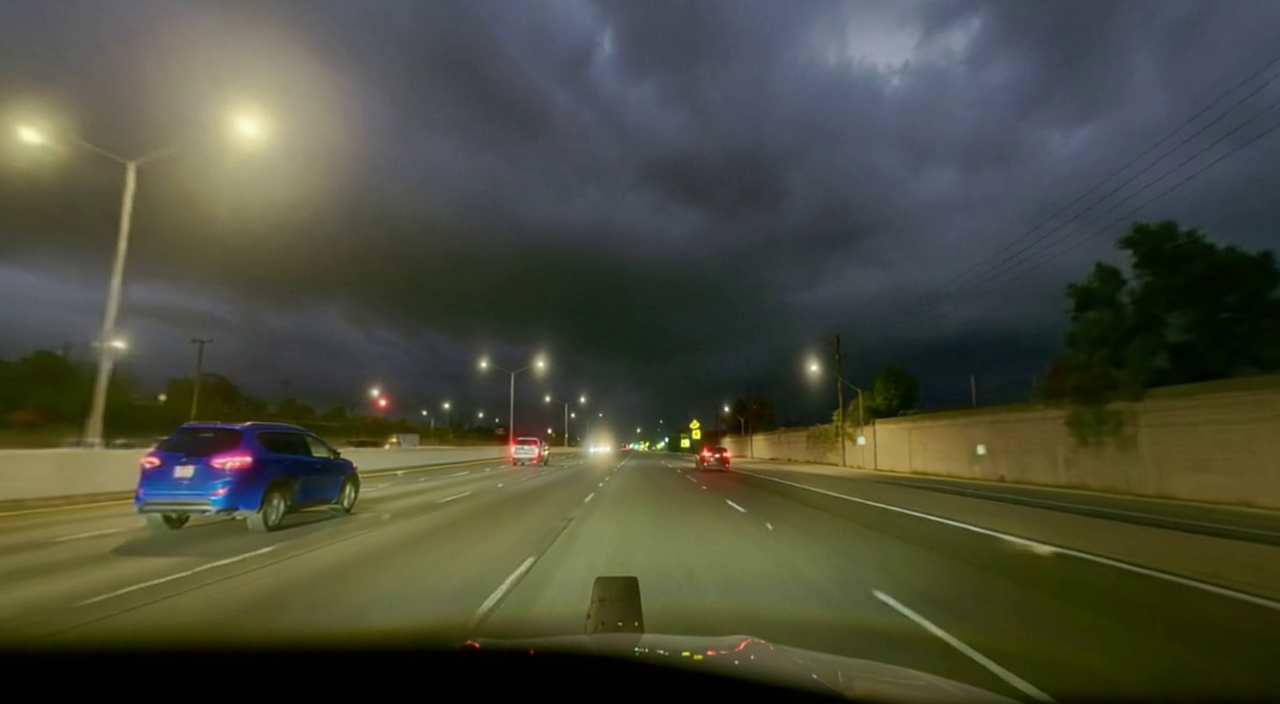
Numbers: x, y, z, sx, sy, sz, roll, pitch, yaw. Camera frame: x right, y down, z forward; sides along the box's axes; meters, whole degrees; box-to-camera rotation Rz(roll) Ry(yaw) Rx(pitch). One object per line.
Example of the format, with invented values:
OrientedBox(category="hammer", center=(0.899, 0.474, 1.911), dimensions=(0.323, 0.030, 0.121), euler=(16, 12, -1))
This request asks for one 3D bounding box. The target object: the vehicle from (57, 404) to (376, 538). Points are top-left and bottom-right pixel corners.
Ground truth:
OrientedBox(category="vehicle", center=(-6.446, 1.882, 10.475), dimensions=(2.058, 1.698, 4.567), euler=(0, -9, 0))

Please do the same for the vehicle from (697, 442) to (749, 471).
OrientedBox(category="vehicle", center=(4.645, 5.938, 35.989), dimensions=(2.251, 1.520, 4.550), euler=(1, -9, -1))

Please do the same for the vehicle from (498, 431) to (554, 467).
OrientedBox(category="vehicle", center=(-6.471, 5.578, 36.248), dimensions=(2.255, 1.934, 4.868), euler=(0, -9, 0))
